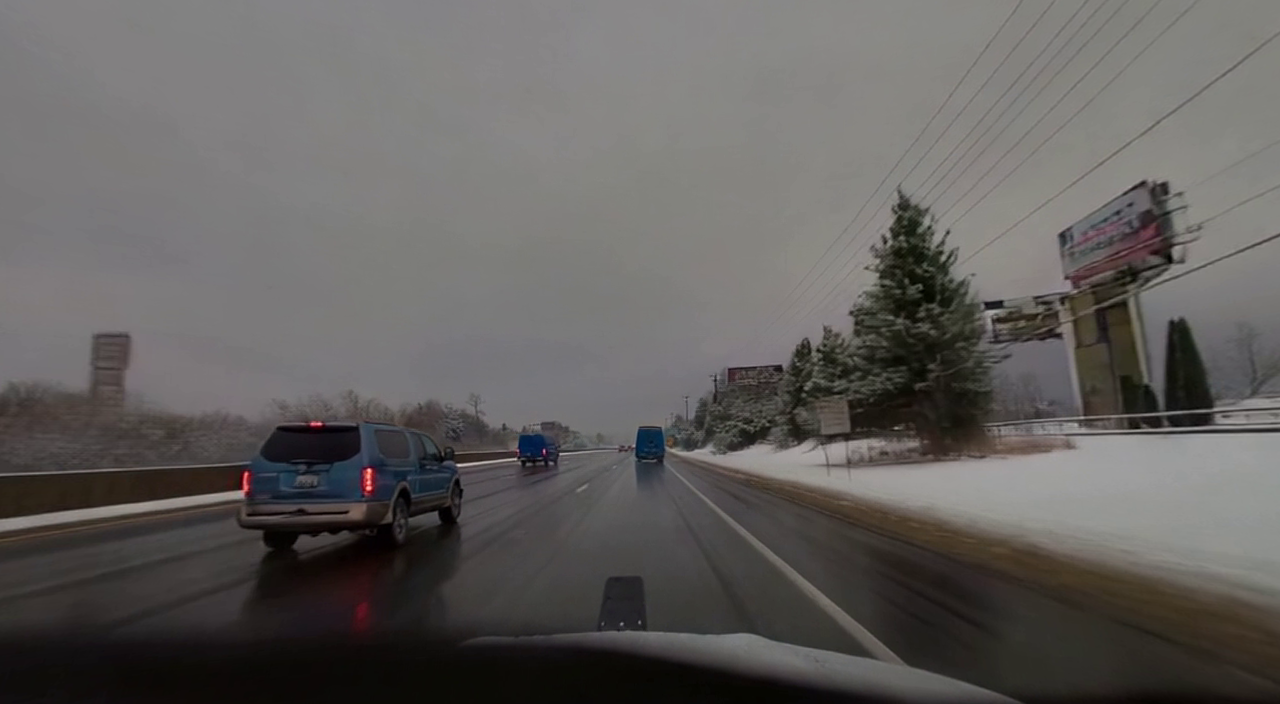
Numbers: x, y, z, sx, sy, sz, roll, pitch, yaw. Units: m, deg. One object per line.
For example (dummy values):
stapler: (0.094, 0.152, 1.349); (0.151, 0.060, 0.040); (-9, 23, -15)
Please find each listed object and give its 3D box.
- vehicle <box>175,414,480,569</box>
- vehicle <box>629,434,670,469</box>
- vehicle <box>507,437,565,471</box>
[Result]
vehicle: (-4.146, 1.929, 9.528); (2.145, 1.730, 4.729); (0, -8, 1)
vehicle: (0.682, 7.100, 45.012); (2.692, 2.279, 5.695); (0, -8, 1)
vehicle: (-6.854, 6.843, 42.407); (2.695, 2.084, 6.836); (0, -8, 1)
